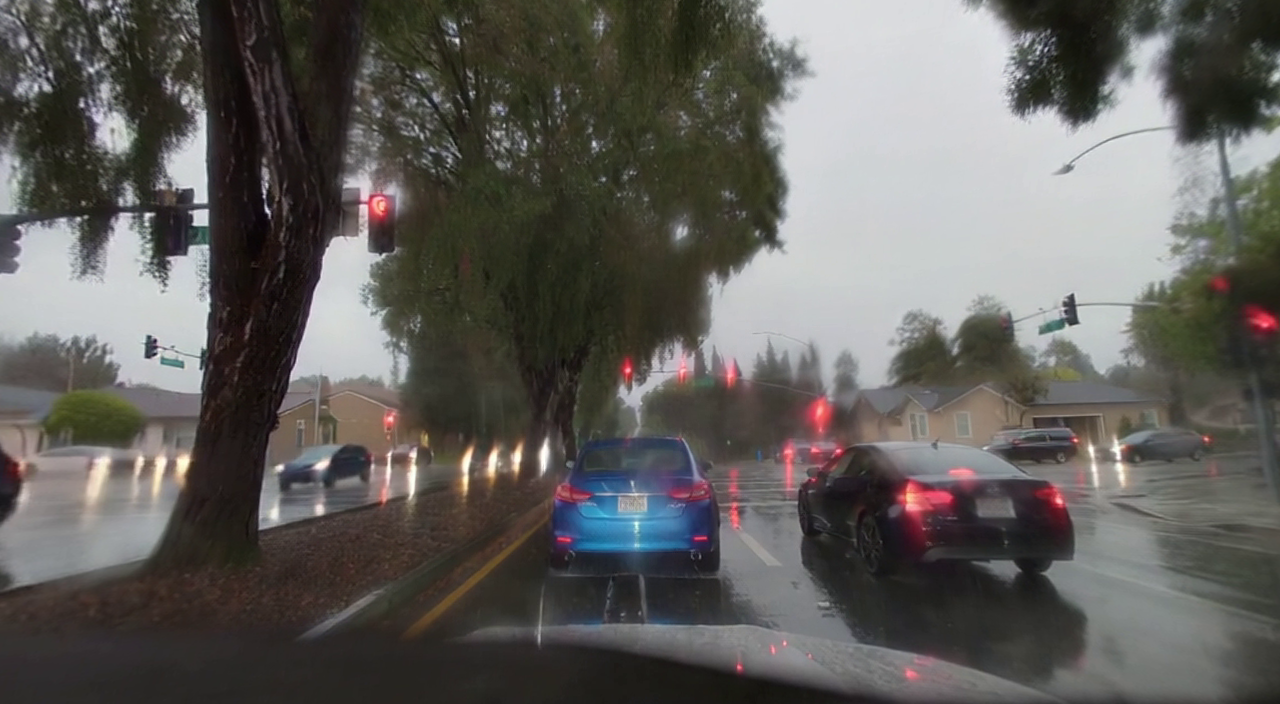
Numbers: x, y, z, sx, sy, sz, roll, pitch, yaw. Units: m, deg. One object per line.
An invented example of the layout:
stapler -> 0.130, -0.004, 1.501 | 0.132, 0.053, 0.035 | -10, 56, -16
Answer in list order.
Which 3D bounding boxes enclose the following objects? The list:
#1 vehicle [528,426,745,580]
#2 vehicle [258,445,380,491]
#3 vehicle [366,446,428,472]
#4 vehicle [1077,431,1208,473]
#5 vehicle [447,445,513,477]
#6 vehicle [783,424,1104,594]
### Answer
vehicle -> -0.045, 1.780, 8.251 | 2.103, 1.478, 4.073 | 0, -8, 0
vehicle -> -11.408, 4.133, 22.877 | 2.125, 1.476, 4.385 | 0, -8, 0
vehicle -> -17.007, 7.500, 44.499 | 1.893, 1.658, 4.474 | -2, -9, 12
vehicle -> 24.007, 4.781, 30.305 | 4.520, 1.762, 2.005 | -2, -8, -1
vehicle -> -7.544, 5.177, 30.277 | 2.040, 1.374, 4.150 | 0, -8, 1
vehicle -> 3.189, 1.718, 7.768 | 1.913, 1.505, 4.097 | 0, -8, 0
